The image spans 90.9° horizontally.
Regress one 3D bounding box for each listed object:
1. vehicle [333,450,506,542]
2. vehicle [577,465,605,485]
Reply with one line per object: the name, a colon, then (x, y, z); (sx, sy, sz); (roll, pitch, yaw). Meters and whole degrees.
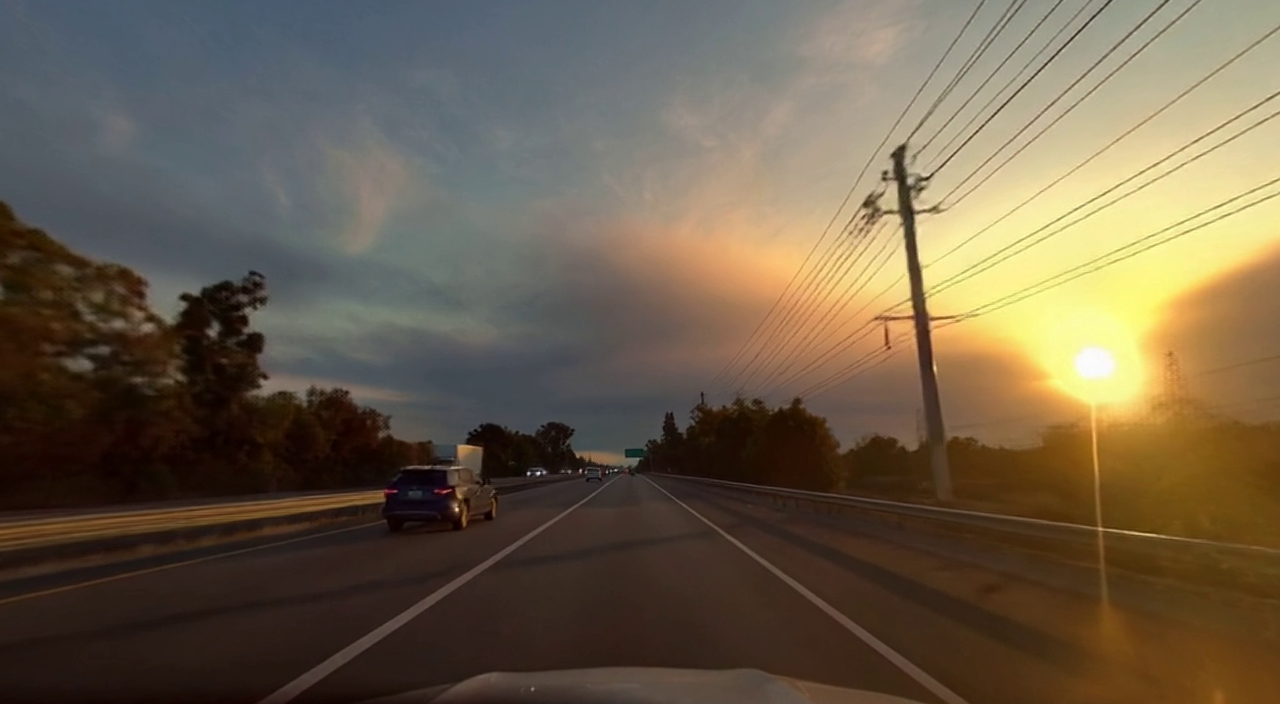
vehicle: (-4.179, 2.825, 12.800); (1.963, 1.501, 4.227); (1, -11, 0)
vehicle: (-3.784, 9.633, 49.391); (1.884, 1.486, 3.934); (1, -11, -1)
